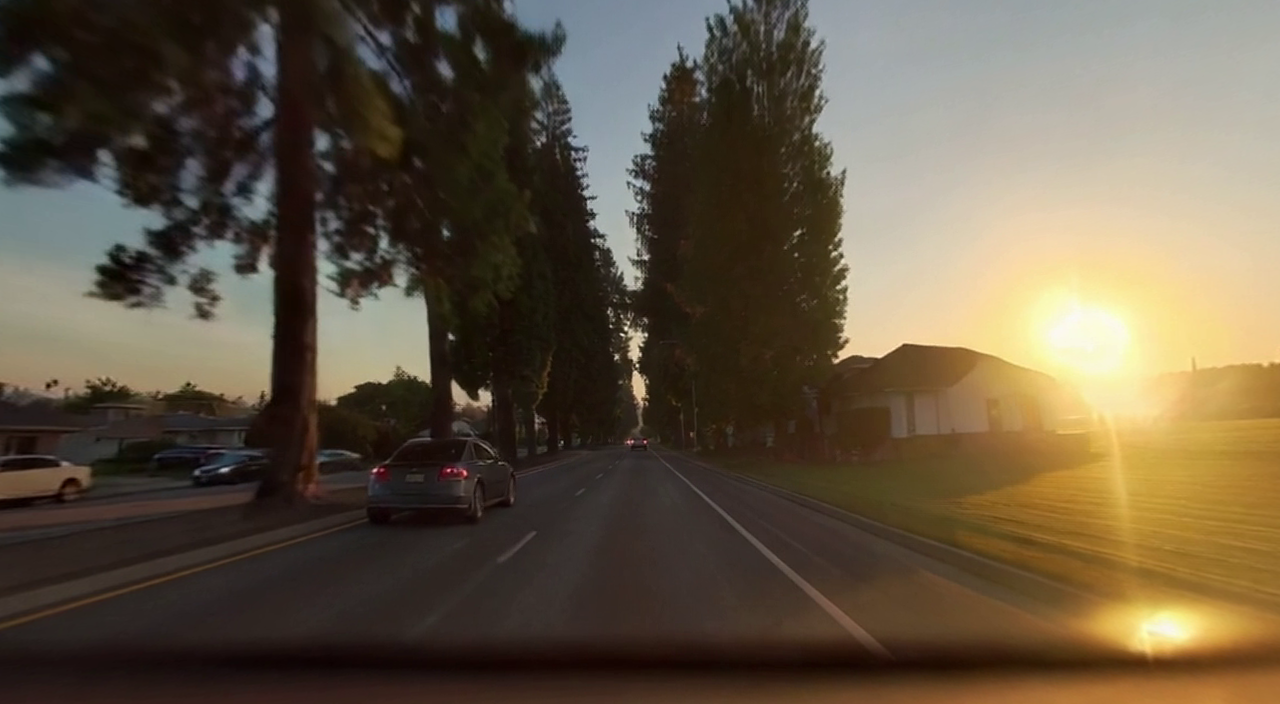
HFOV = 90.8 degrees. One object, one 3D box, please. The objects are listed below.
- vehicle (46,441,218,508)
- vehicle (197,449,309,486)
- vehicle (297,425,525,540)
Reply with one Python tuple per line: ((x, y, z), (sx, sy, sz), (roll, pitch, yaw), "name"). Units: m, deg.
((-17.621, 4.191, 22.329), (2.196, 1.760, 4.871), (-4, -6, -1), "vehicle")
((-17.596, 5.248, 29.060), (2.101, 1.503, 4.778), (0, -8, 0), "vehicle")
((-3.435, 2.058, 10.725), (2.020, 1.478, 4.890), (0, -8, 0), "vehicle")
